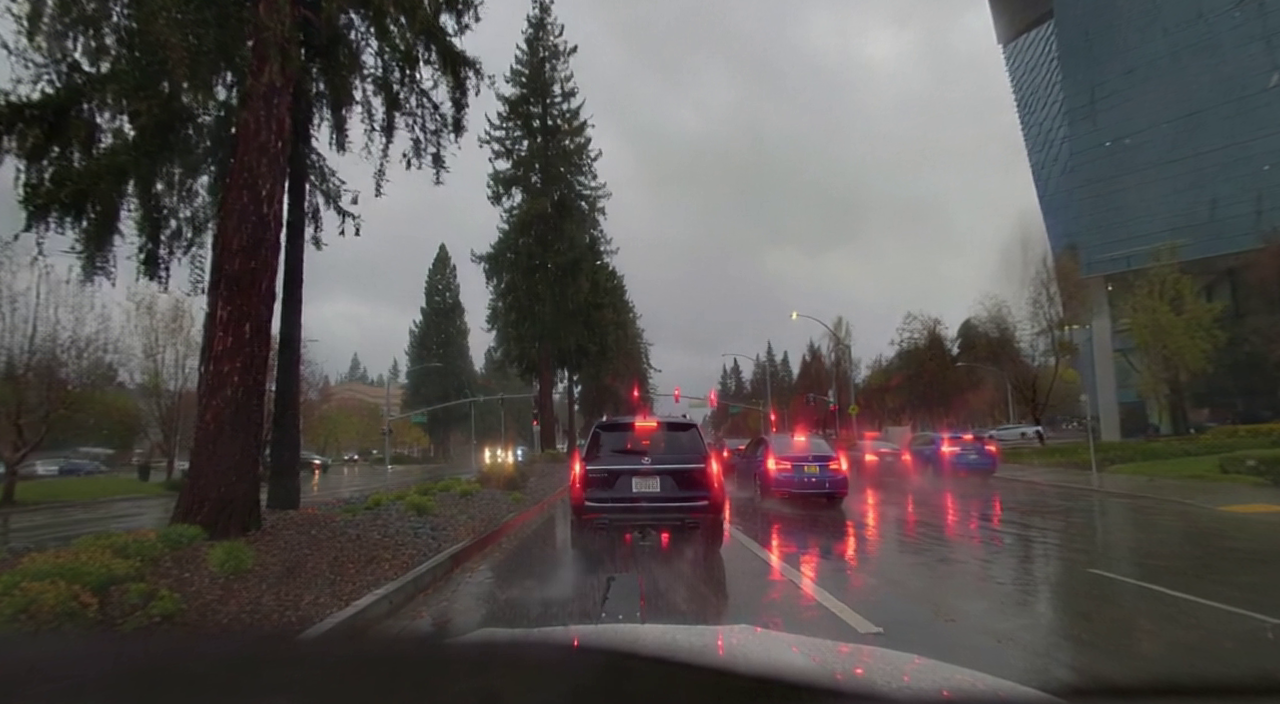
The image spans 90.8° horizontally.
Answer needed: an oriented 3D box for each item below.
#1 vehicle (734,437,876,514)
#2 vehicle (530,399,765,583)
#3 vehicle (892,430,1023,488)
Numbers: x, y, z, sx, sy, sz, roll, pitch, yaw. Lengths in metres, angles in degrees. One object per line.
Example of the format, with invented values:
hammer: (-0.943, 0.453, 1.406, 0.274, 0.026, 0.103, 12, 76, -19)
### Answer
vehicle: (3.508, 2.719, 14.401, 1.997, 1.471, 4.321, 0, -9, -1)
vehicle: (0.068, 1.659, 8.265, 2.266, 1.762, 4.131, 0, -9, 0)
vehicle: (10.879, 3.697, 22.120, 2.123, 1.812, 4.553, 0, -9, -1)
